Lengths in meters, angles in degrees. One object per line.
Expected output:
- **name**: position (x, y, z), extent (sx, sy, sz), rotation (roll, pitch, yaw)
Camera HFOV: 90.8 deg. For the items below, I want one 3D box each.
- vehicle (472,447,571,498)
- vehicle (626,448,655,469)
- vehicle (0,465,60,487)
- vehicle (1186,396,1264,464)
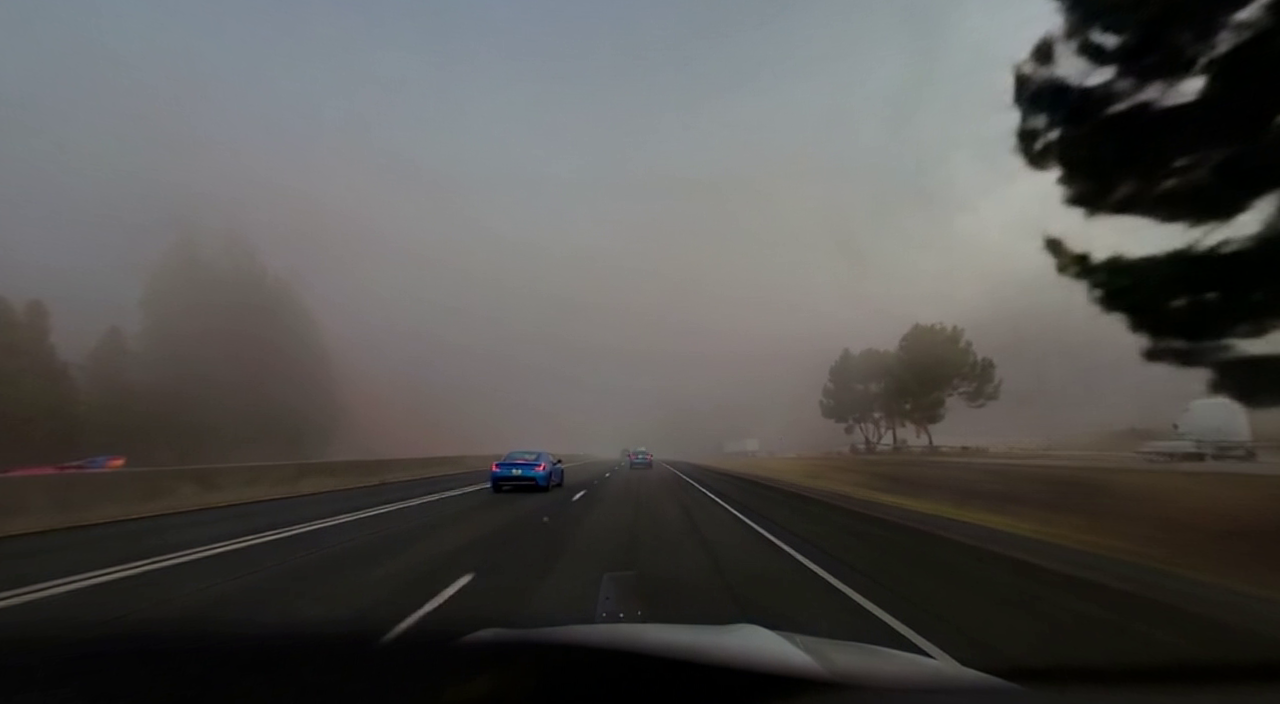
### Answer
- **vehicle**: position (-3.672, 3.825, 20.491), extent (2.170, 1.451, 4.584), rotation (0, -9, 2)
- **vehicle**: position (0.043, 7.880, 46.848), extent (2.079, 1.450, 3.942), rotation (0, -9, 0)
- **vehicle**: position (-47.424, 9.512, 48.248), extent (1.793, 1.486, 4.598), rotation (-4, -9, 0)
- **vehicle**: position (39.395, 5.377, 42.234), extent (3.039, 3.917, 12.688), rotation (-8, -12, 44)
